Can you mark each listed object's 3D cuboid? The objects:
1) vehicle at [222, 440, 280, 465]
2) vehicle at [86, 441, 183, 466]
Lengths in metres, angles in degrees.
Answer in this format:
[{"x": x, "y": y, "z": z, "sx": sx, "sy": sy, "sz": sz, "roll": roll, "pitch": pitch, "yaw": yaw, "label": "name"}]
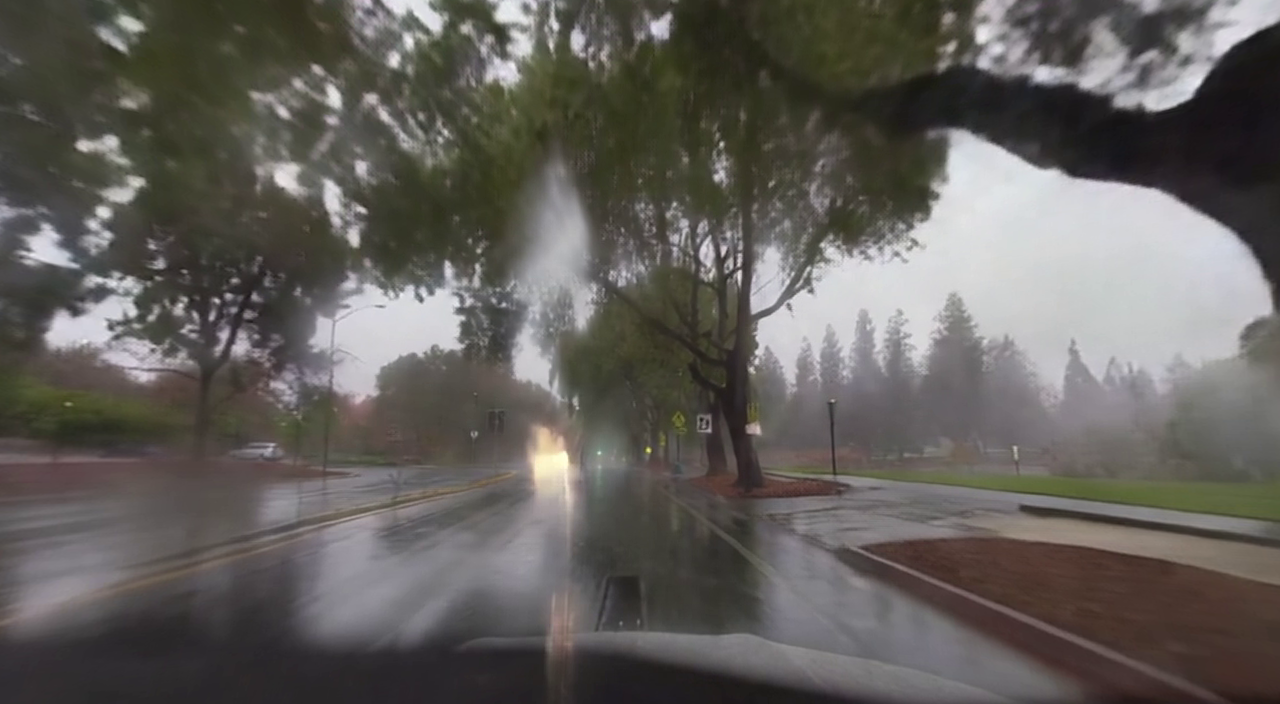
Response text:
[{"x": -29.962, "y": 7.739, "z": 48.837, "sx": 1.922, "sy": 1.805, "sz": 4.208, "roll": 0, "pitch": -9, "yaw": -3, "label": "vehicle"}, {"x": -32.130, "y": 6.457, "z": 40.257, "sx": 4.534, "sy": 1.488, "sz": 1.930, "roll": -1, "pitch": -9, "yaw": 2, "label": "vehicle"}]
